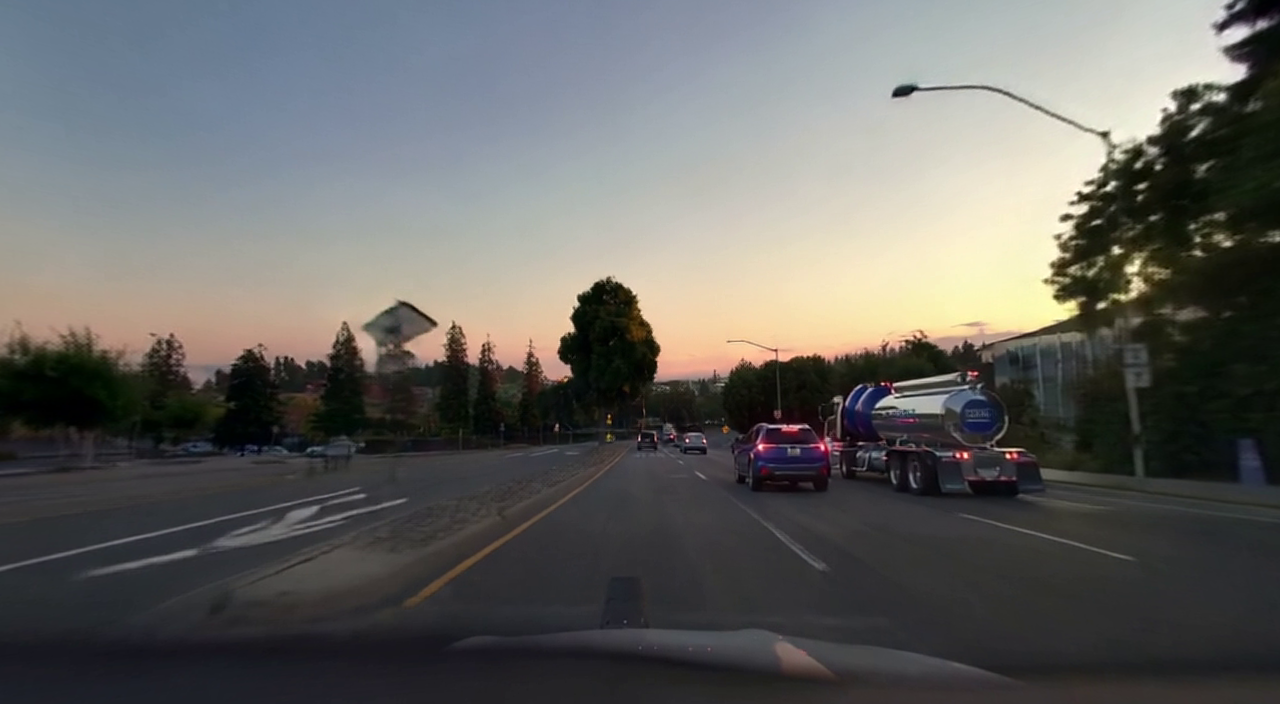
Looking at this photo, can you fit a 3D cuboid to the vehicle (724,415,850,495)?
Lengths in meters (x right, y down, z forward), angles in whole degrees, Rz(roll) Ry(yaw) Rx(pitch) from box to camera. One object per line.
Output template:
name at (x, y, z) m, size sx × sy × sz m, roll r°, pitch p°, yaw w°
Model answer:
vehicle at (3.518, 2.587, 16.075) m, size 2.045 × 1.729 × 4.532 m, roll 0°, pitch -8°, yaw -1°

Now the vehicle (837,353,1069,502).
vehicle at (7.765, 2.071, 16.861) m, size 2.849 × 3.207 × 6.275 m, roll 0°, pitch -8°, yaw 0°

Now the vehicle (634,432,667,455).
vehicle at (0.656, 6.314, 43.349) m, size 2.148 × 1.488 × 4.002 m, roll 0°, pitch -8°, yaw 0°
